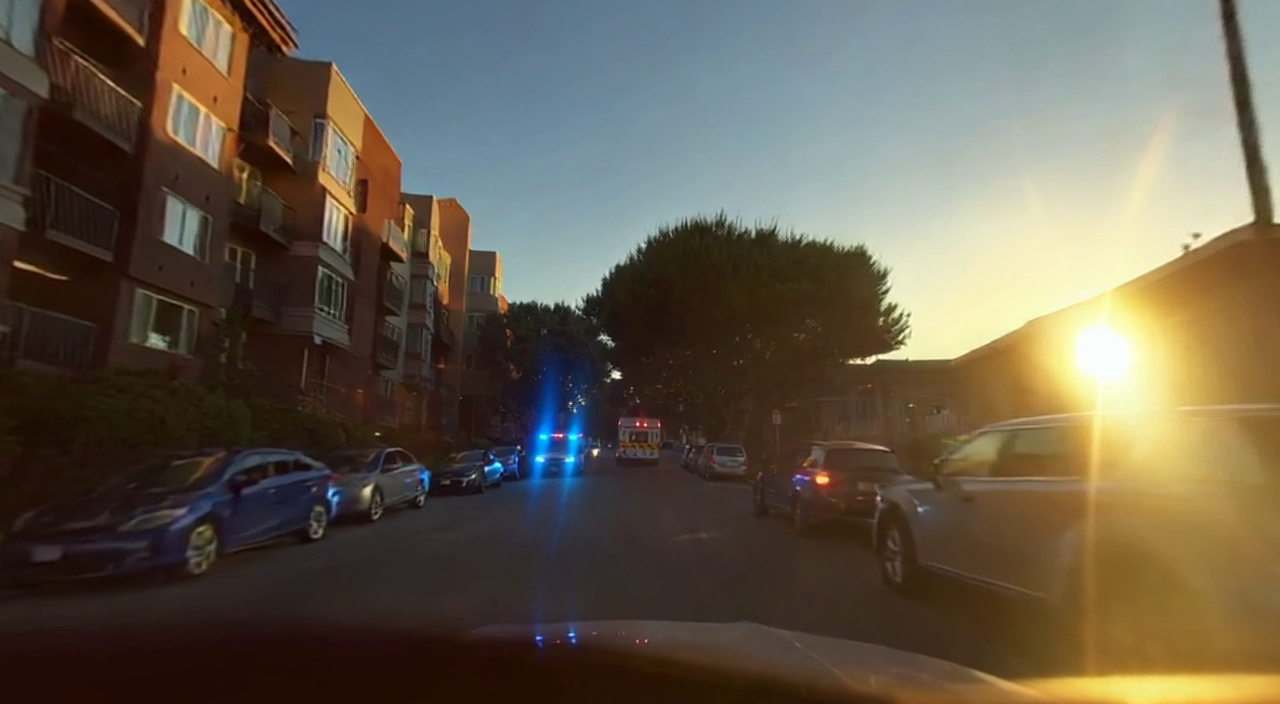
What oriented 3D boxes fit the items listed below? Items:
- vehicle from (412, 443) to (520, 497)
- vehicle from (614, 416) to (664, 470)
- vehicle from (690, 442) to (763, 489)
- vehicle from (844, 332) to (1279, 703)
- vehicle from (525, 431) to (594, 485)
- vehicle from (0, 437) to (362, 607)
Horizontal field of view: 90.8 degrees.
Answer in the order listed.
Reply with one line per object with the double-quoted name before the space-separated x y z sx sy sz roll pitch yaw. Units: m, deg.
"vehicle" -5.304 3.633 19.972 2.047 1.471 4.647 0 -8 0
"vehicle" -0.154 5.678 39.249 2.754 3.008 7.730 0 -8 -2
"vehicle" 3.328 4.448 25.171 2.035 1.549 4.373 5 -9 -2
"vehicle" 3.345 1.192 4.402 2.188 1.810 4.709 3 -9 -2
"vehicle" -2.944 3.962 23.939 2.029 1.802 4.229 -1 -8 0
"vehicle" -5.381 1.828 7.797 1.921 1.482 4.280 0 -8 0
